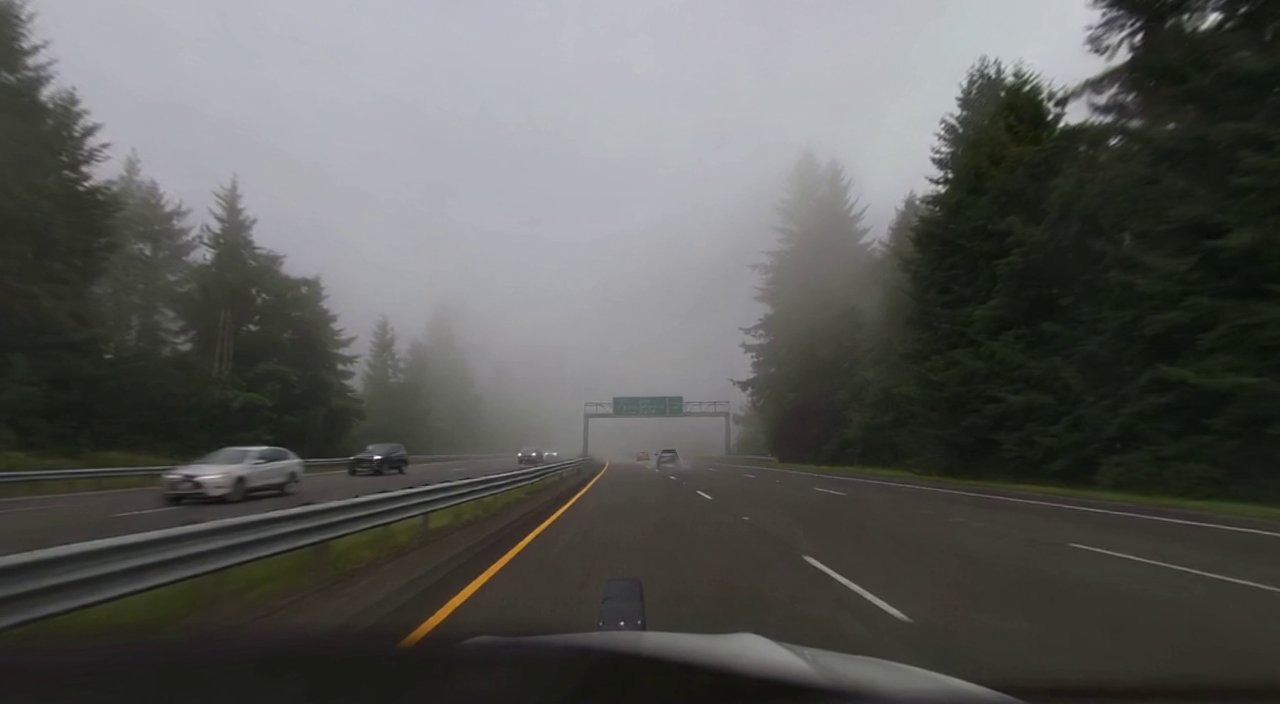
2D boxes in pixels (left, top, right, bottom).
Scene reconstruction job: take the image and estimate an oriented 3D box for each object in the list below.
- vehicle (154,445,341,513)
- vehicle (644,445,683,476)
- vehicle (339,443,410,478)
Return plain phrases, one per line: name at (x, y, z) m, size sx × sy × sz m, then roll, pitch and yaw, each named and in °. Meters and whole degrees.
vehicle at (-10.009, 3.224, 16.634) m, size 1.998 × 1.518 × 4.603 m, roll 0°, pitch -9°, yaw 0°
vehicle at (1.239, 5.964, 34.848) m, size 2.011 × 1.590 × 3.607 m, roll 0°, pitch -9°, yaw 0°
vehicle at (-14.293, 5.847, 34.194) m, size 1.937 × 1.727 × 4.410 m, roll 0°, pitch -9°, yaw -1°
